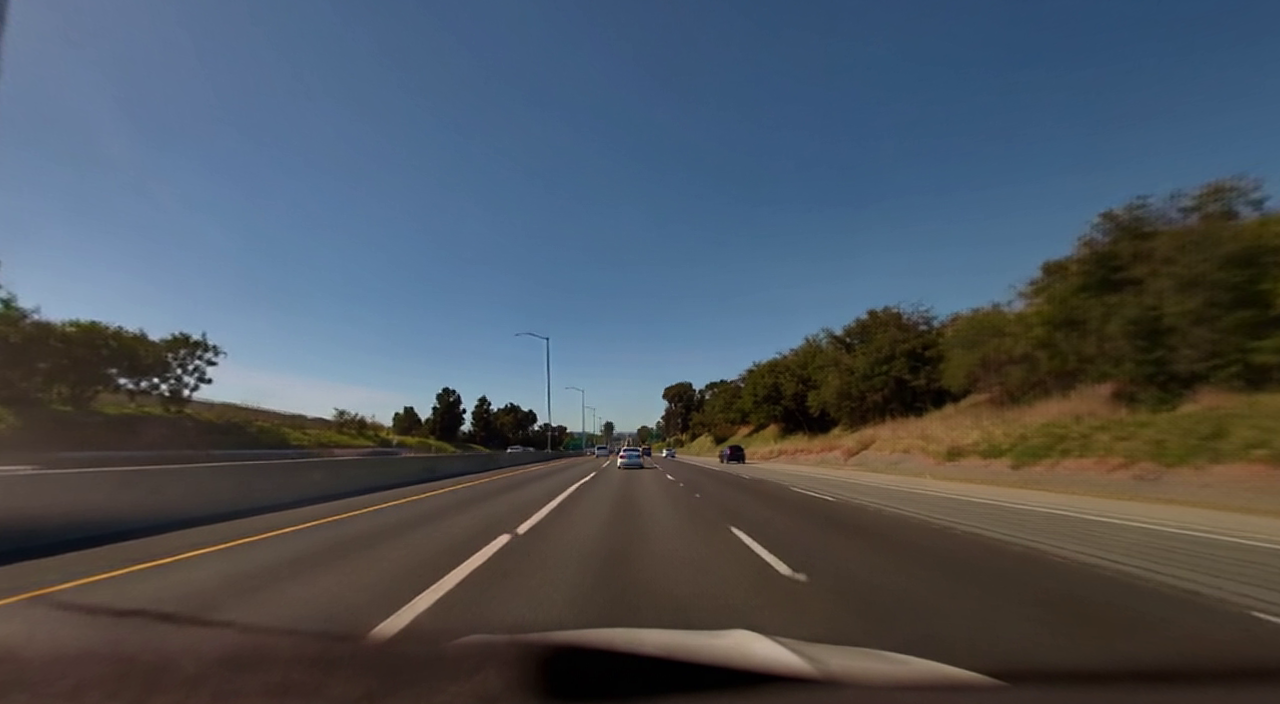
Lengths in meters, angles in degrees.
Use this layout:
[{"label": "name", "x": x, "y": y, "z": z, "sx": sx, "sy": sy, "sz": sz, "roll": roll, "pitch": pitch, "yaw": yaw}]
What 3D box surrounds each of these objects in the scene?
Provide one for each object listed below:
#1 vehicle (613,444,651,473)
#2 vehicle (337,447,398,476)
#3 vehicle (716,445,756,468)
[{"label": "vehicle", "x": -0.459, "y": 5.864, "z": 34.958, "sx": 1.985, "sy": 1.457, "sz": 4.227, "roll": 0, "pitch": -9, "yaw": -1}, {"label": "vehicle", "x": -17.249, "y": 6.923, "z": 40.275, "sx": 1.924, "sy": 1.733, "sz": 4.449, "roll": 0, "pitch": -9, "yaw": 0}, {"label": "vehicle", "x": 6.627, "y": 7.224, "z": 43.909, "sx": 1.935, "sy": 1.478, "sz": 4.433, "roll": 0, "pitch": -9, "yaw": -2}]
